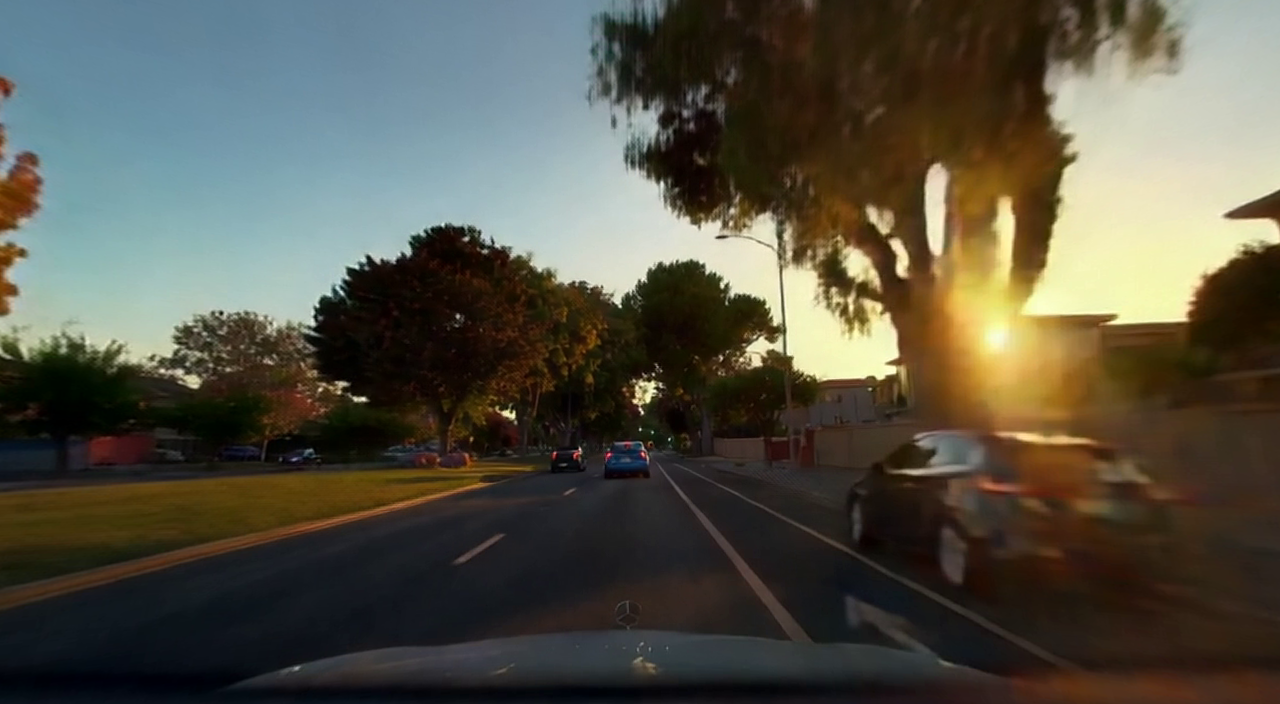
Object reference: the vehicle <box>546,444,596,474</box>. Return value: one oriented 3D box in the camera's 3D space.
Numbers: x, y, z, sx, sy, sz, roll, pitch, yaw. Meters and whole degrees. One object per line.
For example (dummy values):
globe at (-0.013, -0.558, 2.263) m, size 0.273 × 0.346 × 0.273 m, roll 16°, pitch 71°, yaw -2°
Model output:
vehicle at (-3.489, 5.493, 32.604) m, size 2.032 × 1.433 × 4.458 m, roll 0°, pitch -8°, yaw 1°

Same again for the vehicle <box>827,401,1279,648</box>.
vehicle at (3.878, 1.577, 6.874) m, size 2.332 × 1.769 × 4.518 m, roll 0°, pitch -8°, yaw 1°

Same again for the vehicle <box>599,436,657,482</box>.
vehicle at (-0.466, 4.383, 26.060) m, size 2.220 × 1.742 × 4.047 m, roll 0°, pitch -8°, yaw 0°
